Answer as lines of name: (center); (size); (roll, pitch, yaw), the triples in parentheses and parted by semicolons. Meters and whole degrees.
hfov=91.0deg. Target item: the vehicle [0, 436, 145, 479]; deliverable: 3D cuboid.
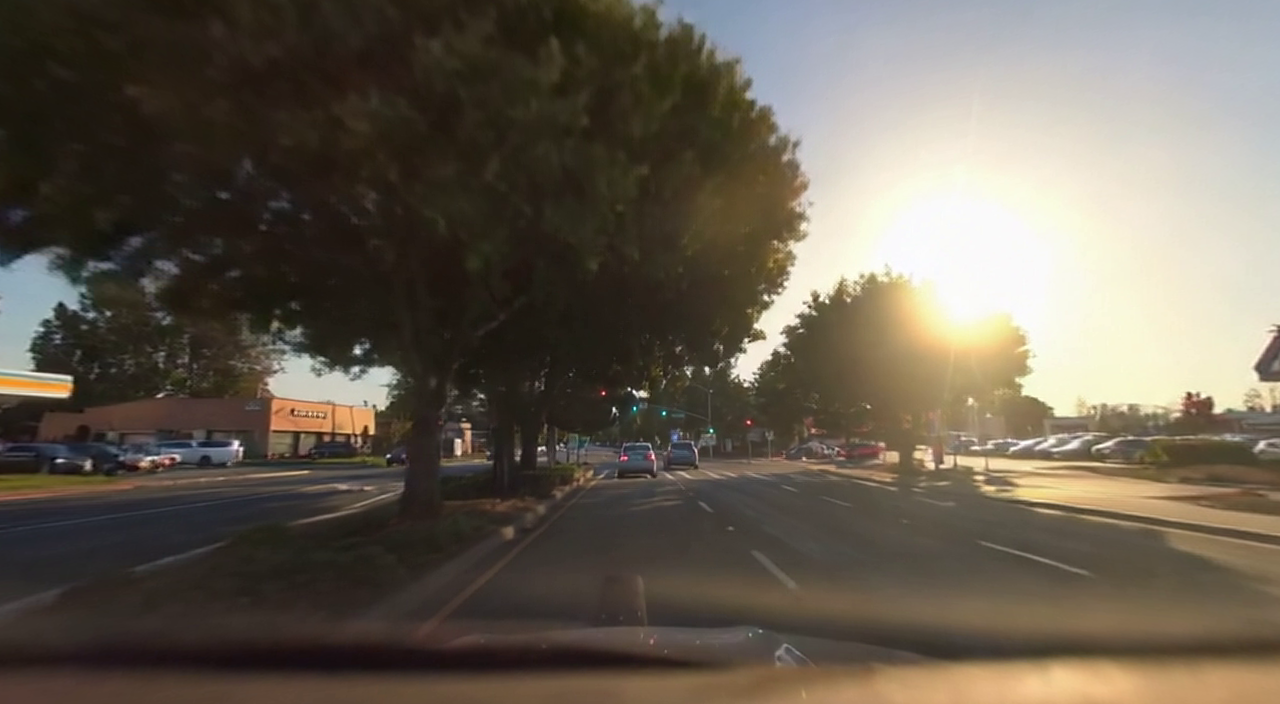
vehicle: (-27.100, 4.897, 29.255); (6.027, 1.805, 2.010); (3, -11, -26)

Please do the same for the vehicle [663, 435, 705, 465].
vehicle: (3.284, 7.498, 48.380); (2.731, 2.101, 6.047); (0, -8, 0)

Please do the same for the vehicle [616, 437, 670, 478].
vehicle: (0.092, 4.479, 26.989); (2.145, 1.572, 4.021); (1, -8, -1)

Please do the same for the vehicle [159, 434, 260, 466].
vehicle: (-30.645, 6.979, 44.875); (5.713, 2.148, 2.107); (0, -8, 4)

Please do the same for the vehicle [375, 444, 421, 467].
vehicle: (-19.140, 8.181, 49.966); (1.967, 1.680, 4.396); (-1, -9, -1)
